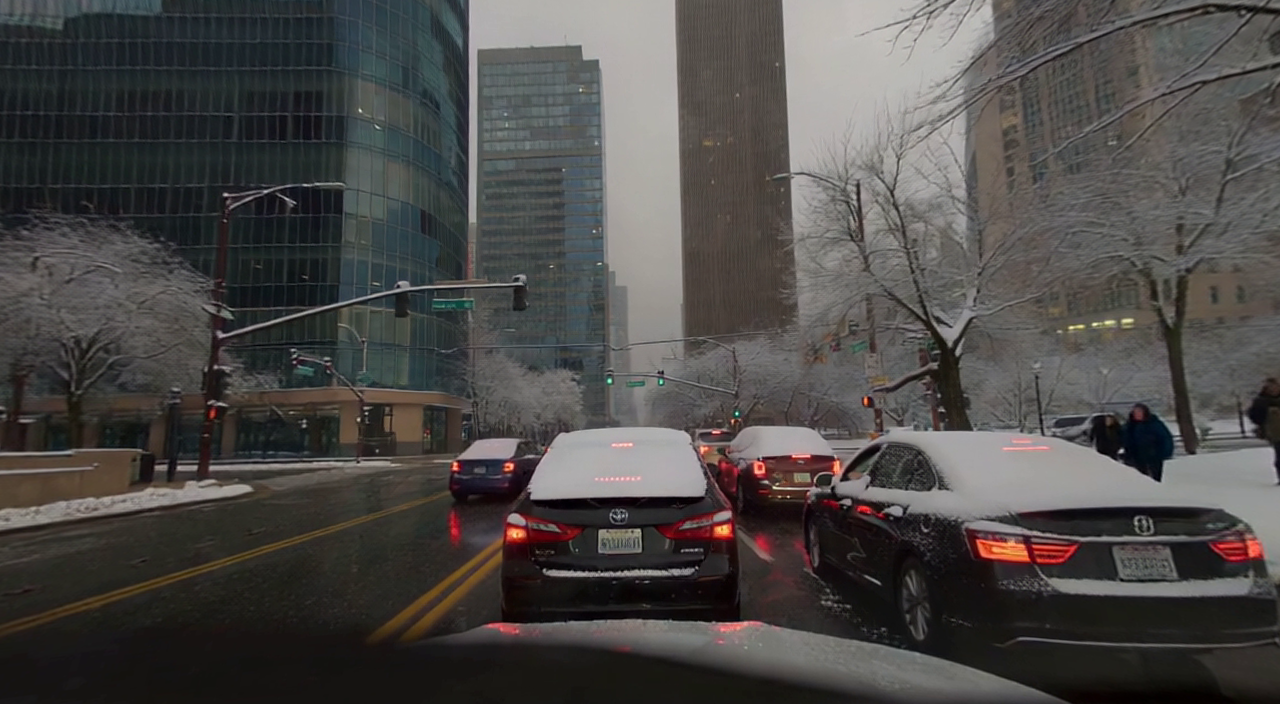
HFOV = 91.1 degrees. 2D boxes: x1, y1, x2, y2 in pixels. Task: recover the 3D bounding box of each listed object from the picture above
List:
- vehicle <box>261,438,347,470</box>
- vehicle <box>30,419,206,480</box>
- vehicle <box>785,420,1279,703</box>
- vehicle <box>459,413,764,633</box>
[{"bbox_3d":[-20.507,6.207,38.358,4.294,1.819,2.043,-3,-9,17],"label":"vehicle"},{"bbox_3d":[-26.747,5.012,32.372,6.756,2.955,2.367,0,-8,0],"label":"vehicle"},{"bbox_3d":[2.747,1.406,5.439,1.952,1.464,4.165,0,-8,-1],"label":"vehicle"},{"bbox_3d":[-0.270,1.464,6.392,2.072,1.476,4.078,0,-8,-2],"label":"vehicle"}]
